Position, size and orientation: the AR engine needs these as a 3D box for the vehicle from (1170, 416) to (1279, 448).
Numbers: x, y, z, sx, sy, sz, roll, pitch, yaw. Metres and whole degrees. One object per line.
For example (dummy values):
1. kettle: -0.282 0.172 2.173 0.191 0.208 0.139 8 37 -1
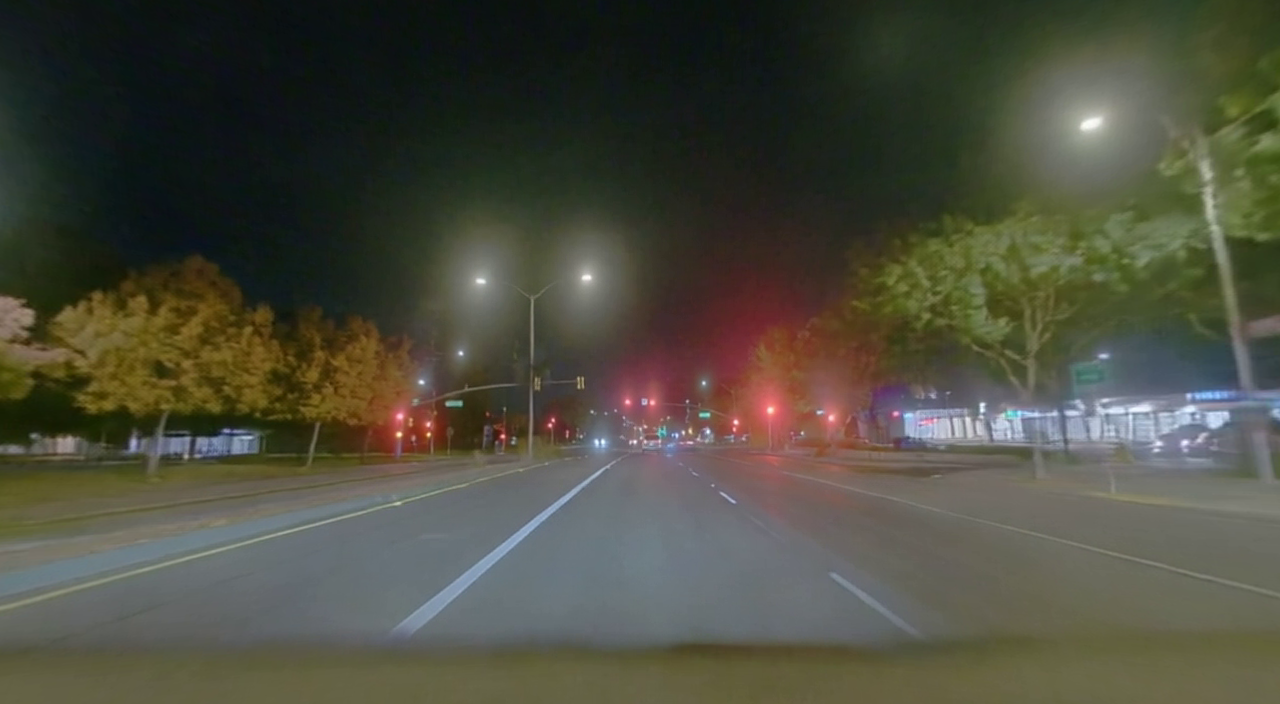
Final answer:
1. vehicle: 42.854 5.913 46.177 2.372 2.151 6.657 -1 -8 2

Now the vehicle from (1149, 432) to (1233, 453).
1. vehicle: 40.015 6.617 45.929 1.770 1.442 4.897 0 -8 1

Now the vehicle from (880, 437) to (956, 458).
1. vehicle: 19.998 6.863 45.432 4.479 1.488 2.038 0 -8 -1
